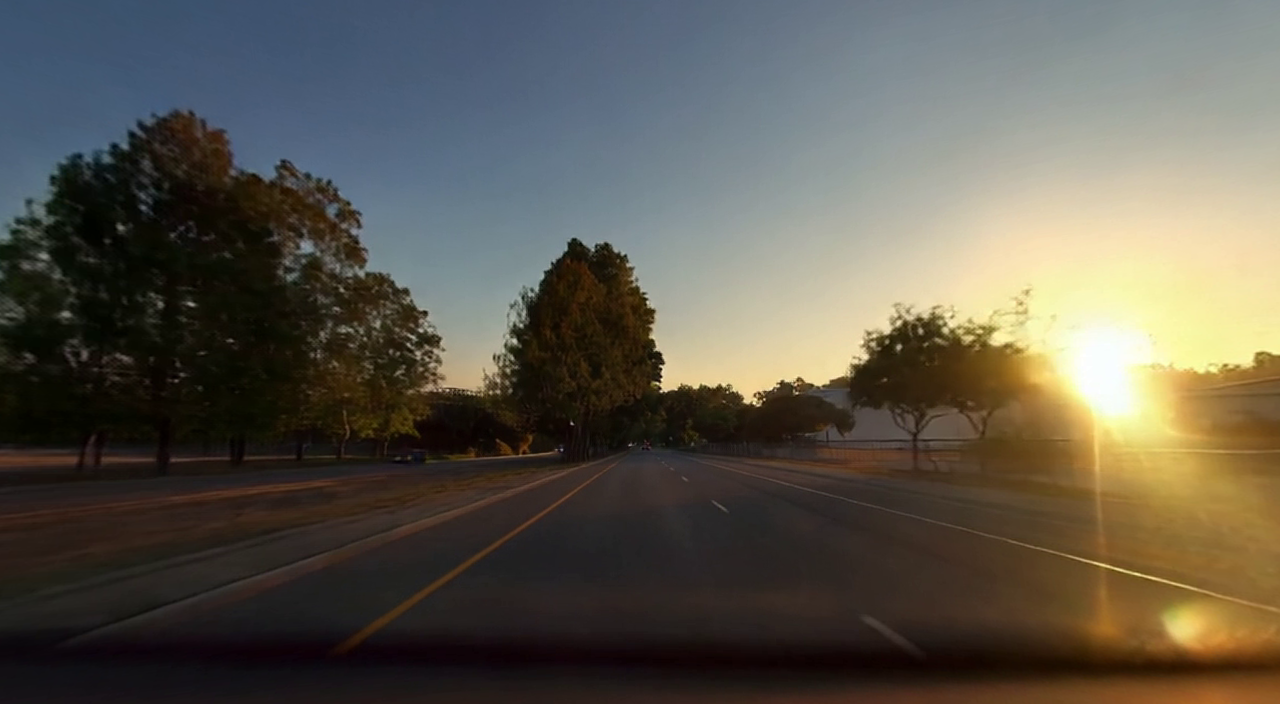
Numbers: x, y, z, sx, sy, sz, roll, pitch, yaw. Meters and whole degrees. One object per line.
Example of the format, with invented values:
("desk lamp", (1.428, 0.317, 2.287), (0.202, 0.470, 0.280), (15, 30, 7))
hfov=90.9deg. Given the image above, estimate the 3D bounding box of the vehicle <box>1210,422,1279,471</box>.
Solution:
("vehicle", (44.516, 6.621, 44.643), (5.979, 3.184, 2.522), (-1, -9, -9))
